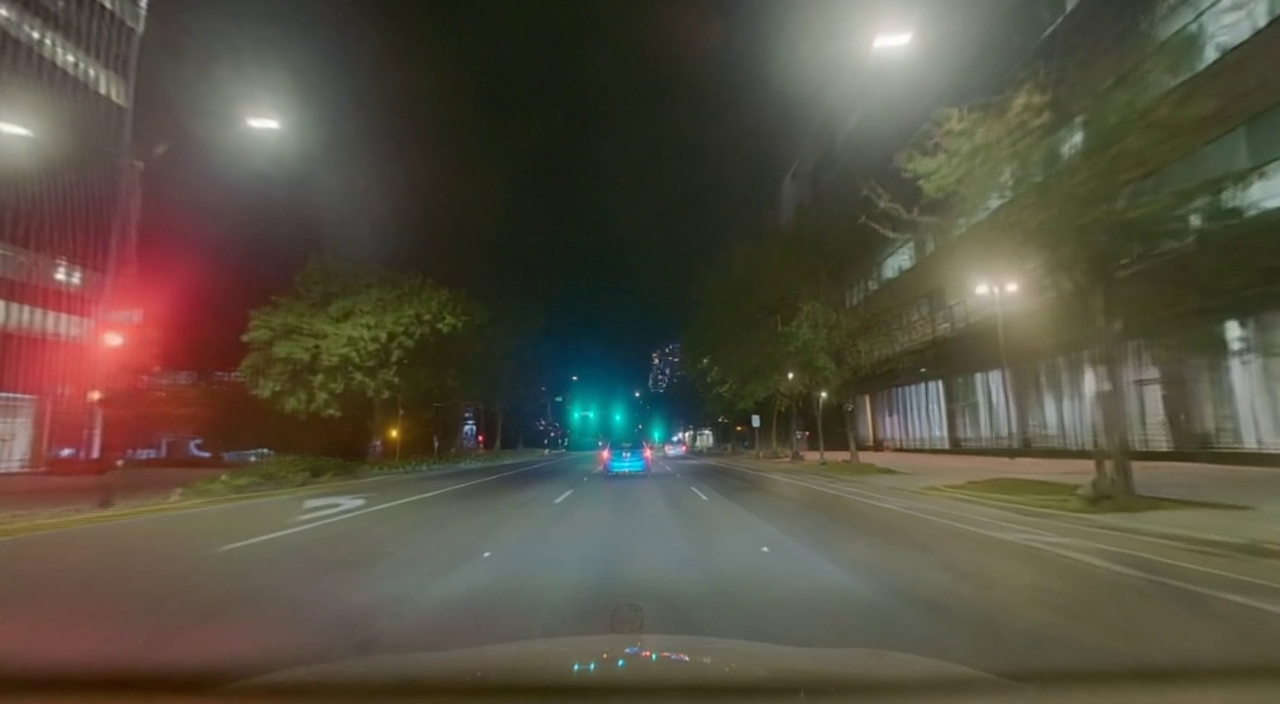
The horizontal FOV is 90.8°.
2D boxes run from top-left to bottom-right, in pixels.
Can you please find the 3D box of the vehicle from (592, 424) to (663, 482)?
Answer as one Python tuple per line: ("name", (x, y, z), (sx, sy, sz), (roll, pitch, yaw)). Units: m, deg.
("vehicle", (-0.438, 3.624, 22.840), (2.313, 1.860, 4.319), (0, -9, -1))
